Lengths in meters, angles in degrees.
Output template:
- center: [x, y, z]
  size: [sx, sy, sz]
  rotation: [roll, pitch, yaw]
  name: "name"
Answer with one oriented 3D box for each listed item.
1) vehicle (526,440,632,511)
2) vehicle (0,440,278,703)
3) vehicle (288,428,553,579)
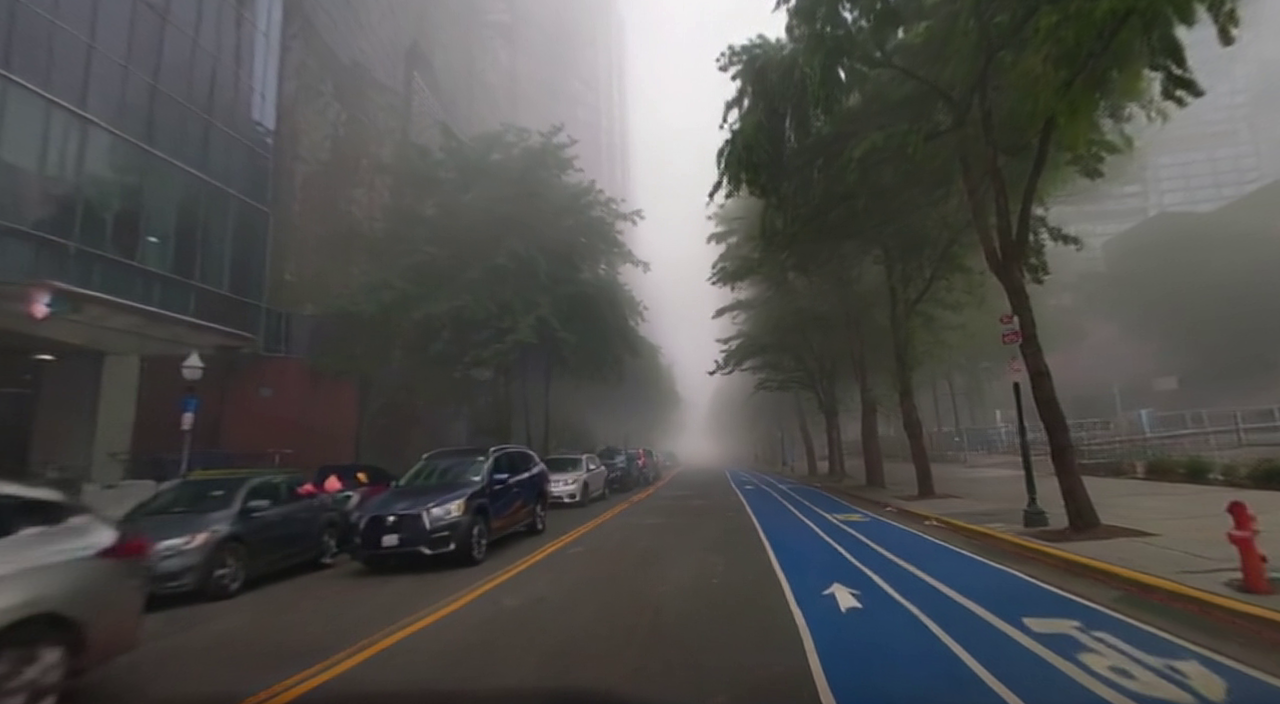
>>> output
- center: [-1.666, 3.641, 19.136]
  size: [2.225, 1.848, 4.472]
  rotation: [-1, -9, 8]
  name: "vehicle"
- center: [-3.973, 1.092, 2.235]
  size: [2.017, 1.558, 4.888]
  rotation: [-1, -9, 8]
  name: "vehicle"
- center: [-3.057, 2.229, 10.144]
  size: [2.173, 1.814, 4.573]
  rotation: [-1, -9, 7]
  name: "vehicle"
